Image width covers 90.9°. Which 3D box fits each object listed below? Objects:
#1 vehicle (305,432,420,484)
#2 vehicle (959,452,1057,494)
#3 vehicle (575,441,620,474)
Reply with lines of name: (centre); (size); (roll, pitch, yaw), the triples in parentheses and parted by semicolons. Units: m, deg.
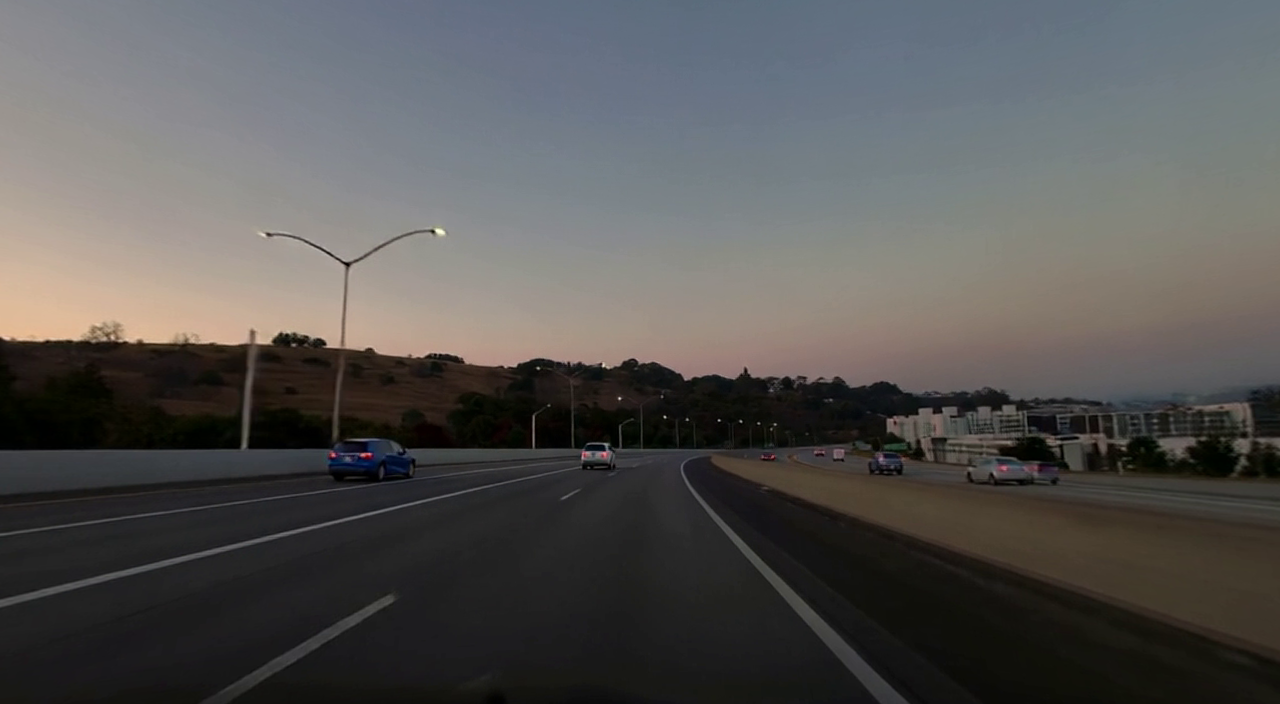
vehicle: (-10.285, 3.958, 23.850); (2.039, 1.746, 4.528); (-1, -8, 3)
vehicle: (15.517, 5.095, 26.897); (1.786, 1.559, 4.496); (-1, -8, 6)
vehicle: (-2.421, 6.152, 36.968); (2.028, 1.782, 4.150); (-1, -8, 4)
